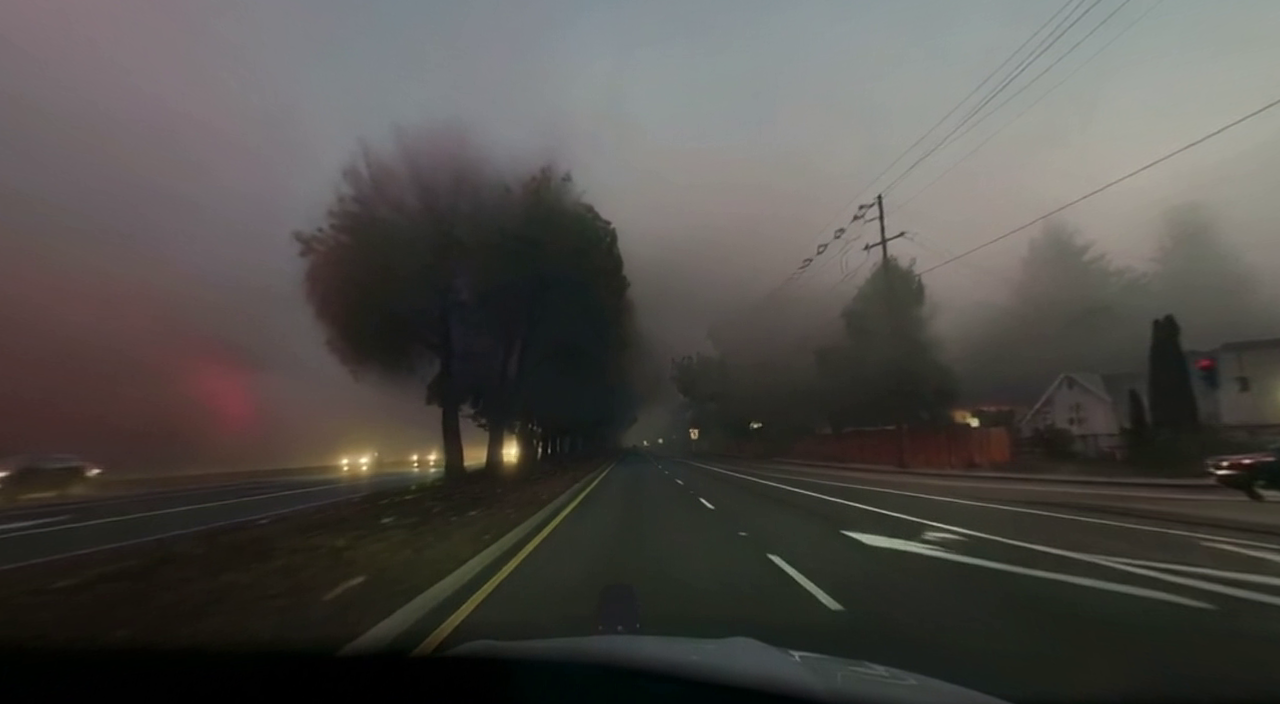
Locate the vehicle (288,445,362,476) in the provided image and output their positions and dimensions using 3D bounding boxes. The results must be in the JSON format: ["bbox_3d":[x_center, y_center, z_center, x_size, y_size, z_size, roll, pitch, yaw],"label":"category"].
[{"bbox_3d":[-18.552,6.370,37.492,2.132,1.690,4.544,0,-8,-1],"label":"vehicle"}]

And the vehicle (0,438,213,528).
[{"bbox_3d":[-11.704,2.703,13.672,1.912,1.509,4.425,-4,-7,-1],"label":"vehicle"}]

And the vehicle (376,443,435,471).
[{"bbox_3d":[-15.175,6.794,41.181,2.169,1.700,4.450,0,-8,0],"label":"vehicle"}]
